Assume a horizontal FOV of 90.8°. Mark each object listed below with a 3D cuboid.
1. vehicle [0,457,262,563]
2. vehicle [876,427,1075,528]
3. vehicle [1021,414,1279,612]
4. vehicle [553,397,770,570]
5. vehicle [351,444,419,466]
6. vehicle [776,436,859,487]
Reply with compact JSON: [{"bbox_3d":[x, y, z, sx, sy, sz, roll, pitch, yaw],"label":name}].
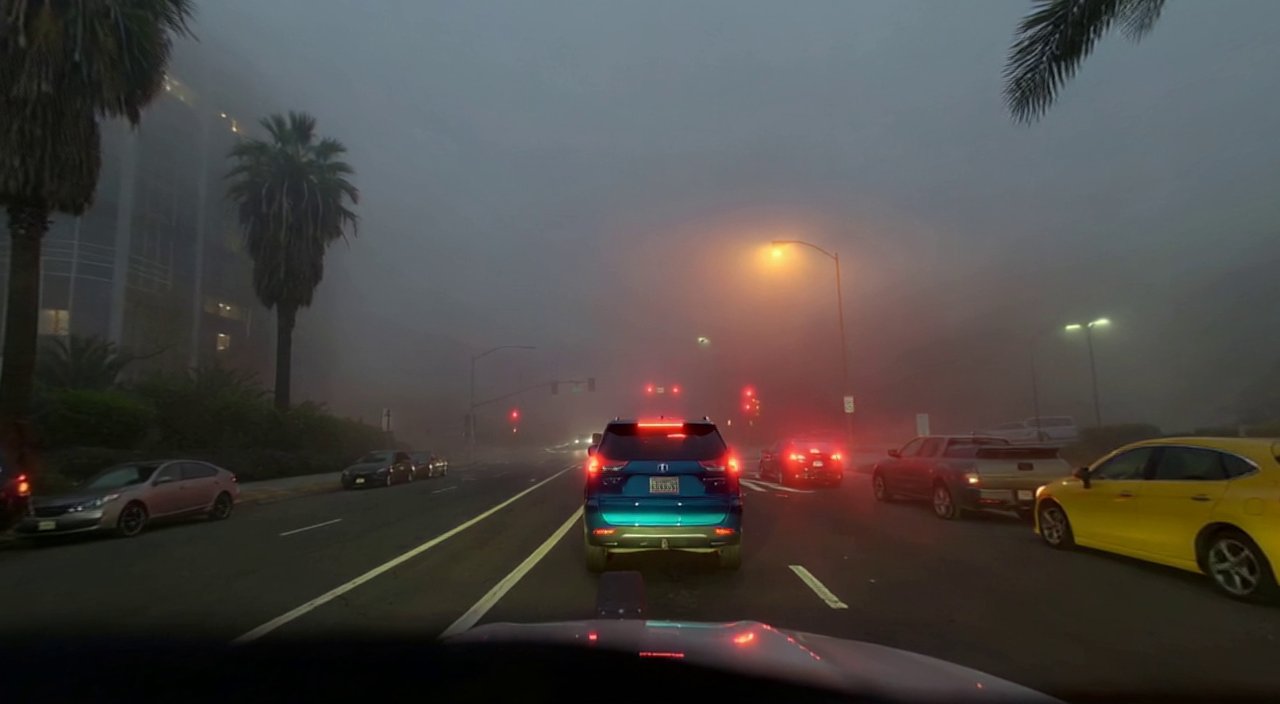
[{"bbox_3d":[-9.586,2.807,11.928,2.054,1.467,4.595,-3,-9,1],"label":"vehicle"},{"bbox_3d":[6.666,2.521,13.240,1.930,1.736,4.329,-1,-8,3],"label":"vehicle"},{"bbox_3d":[6.438,1.598,6.923,1.935,1.672,4.139,0,-8,1],"label":"vehicle"},{"bbox_3d":[0.260,1.693,8.831,2.264,1.798,4.258,0,-8,1],"label":"vehicle"},{"bbox_3d":[-18.760,7.575,46.659,1.759,1.457,4.297,-7,-11,37],"label":"vehicle"},{"bbox_3d":[6.510,4.054,23.677,1.948,1.729,4.023,0,-8,0],"label":"vehicle"}]
